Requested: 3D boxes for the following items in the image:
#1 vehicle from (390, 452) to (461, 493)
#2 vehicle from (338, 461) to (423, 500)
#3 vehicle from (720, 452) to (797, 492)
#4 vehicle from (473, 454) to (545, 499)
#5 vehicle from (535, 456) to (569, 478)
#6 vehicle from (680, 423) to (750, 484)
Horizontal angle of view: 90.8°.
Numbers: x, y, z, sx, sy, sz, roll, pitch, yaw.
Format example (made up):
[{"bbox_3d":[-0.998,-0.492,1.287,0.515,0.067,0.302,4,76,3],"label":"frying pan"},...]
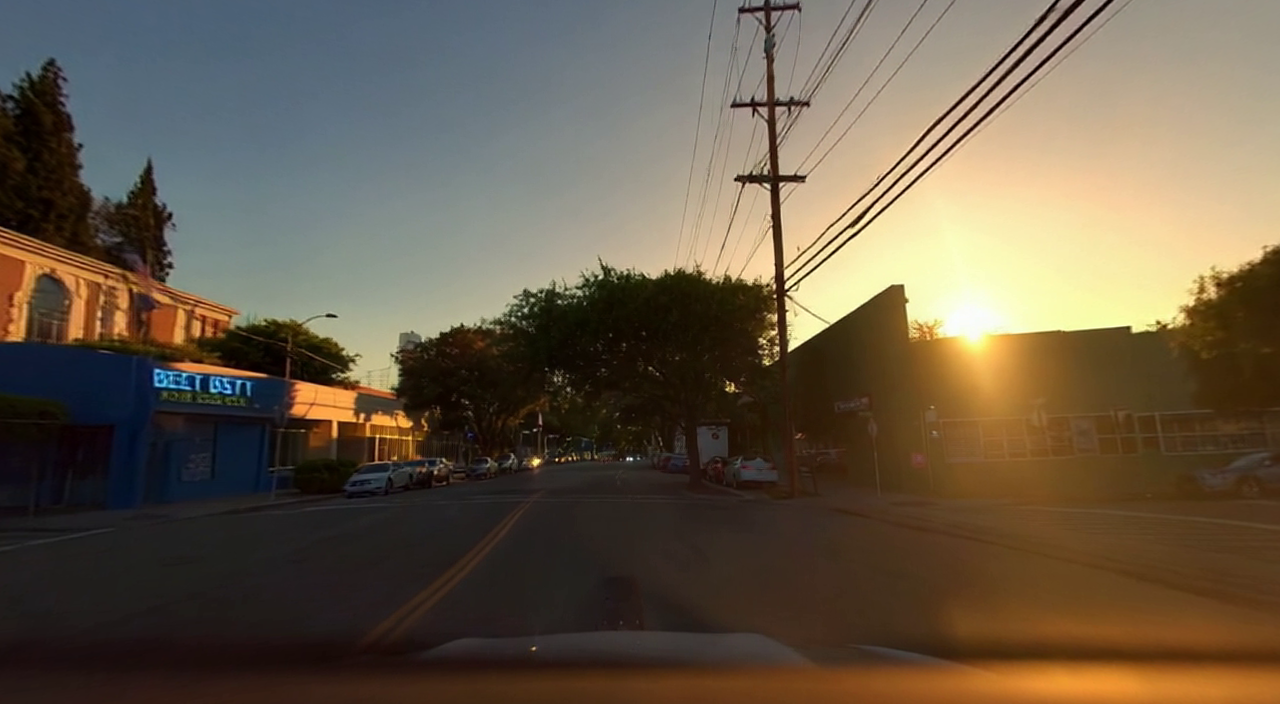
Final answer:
[{"bbox_3d":[-11.181,6.289,33.359,2.072,1.818,4.951,-3,-9,-1],"label":"vehicle"},{"bbox_3d":[-11.230,5.573,27.667,1.978,1.452,4.263,0,-9,-1],"label":"vehicle"},{"bbox_3d":[5.299,5.395,28.826,1.963,1.646,4.204,2,-9,-12],"label":"vehicle"},{"bbox_3d":[-4.906,4.698,24.300,2.050,1.505,4.219,0,-9,-3],"label":"vehicle"},{"bbox_3d":[-6.237,8.184,45.177,1.845,1.469,4.413,0,-8,-1],"label":"vehicle"},{"bbox_3d":[4.266,5.998,37.554,2.815,3.203,7.558,0,-9,-3],"label":"vehicle"}]
